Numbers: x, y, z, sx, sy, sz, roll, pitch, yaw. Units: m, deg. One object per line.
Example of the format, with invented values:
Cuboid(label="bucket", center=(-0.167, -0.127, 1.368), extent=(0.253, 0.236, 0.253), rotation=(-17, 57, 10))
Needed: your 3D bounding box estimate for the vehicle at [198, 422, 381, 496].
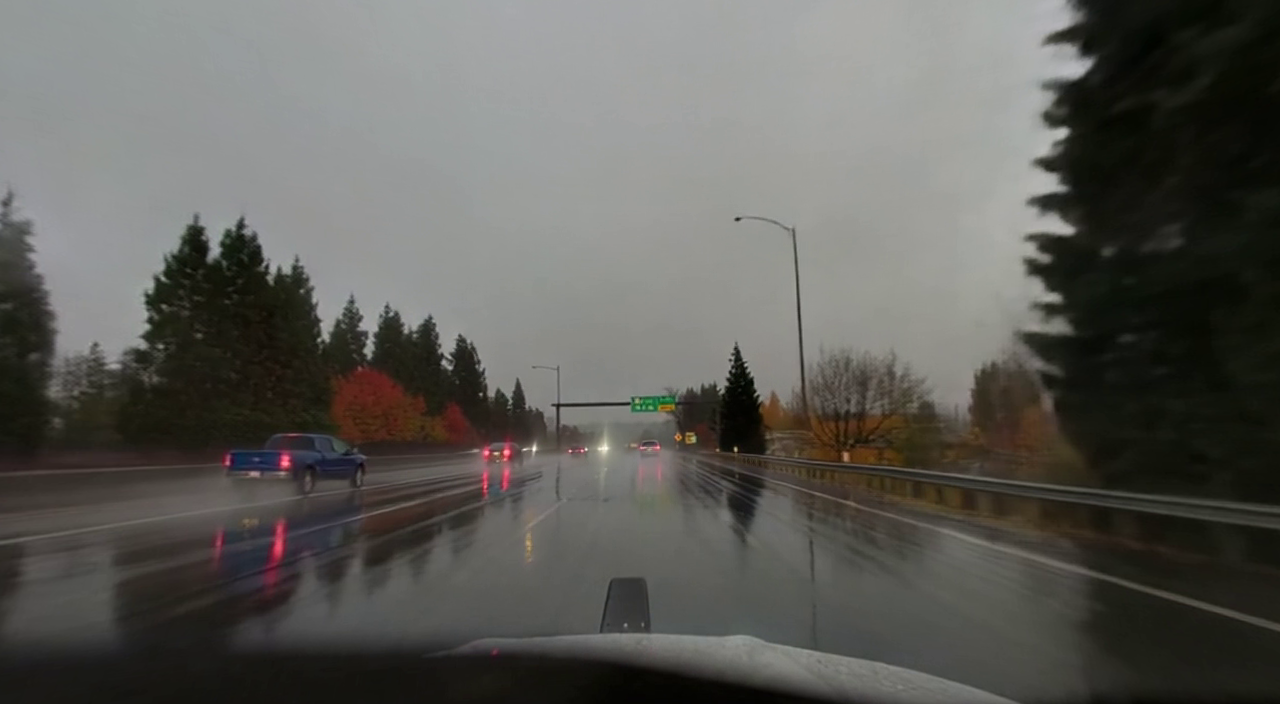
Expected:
Cuboid(label="vehicle", center=(-10.740, 3.332, 20.087), extent=(2.347, 1.984, 5.778), rotation=(-1, -8, 2))

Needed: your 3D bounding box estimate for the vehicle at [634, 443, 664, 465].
Cuboid(label="vehicle", center=(0.663, 7.221, 44.942), extent=(1.984, 1.471, 4.202), rotation=(-1, -8, 1))

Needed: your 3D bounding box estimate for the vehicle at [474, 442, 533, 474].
Cuboid(label="vehicle", center=(-6.719, 5.239, 31.444), extent=(1.919, 1.499, 4.234), rotation=(0, -8, 1))
